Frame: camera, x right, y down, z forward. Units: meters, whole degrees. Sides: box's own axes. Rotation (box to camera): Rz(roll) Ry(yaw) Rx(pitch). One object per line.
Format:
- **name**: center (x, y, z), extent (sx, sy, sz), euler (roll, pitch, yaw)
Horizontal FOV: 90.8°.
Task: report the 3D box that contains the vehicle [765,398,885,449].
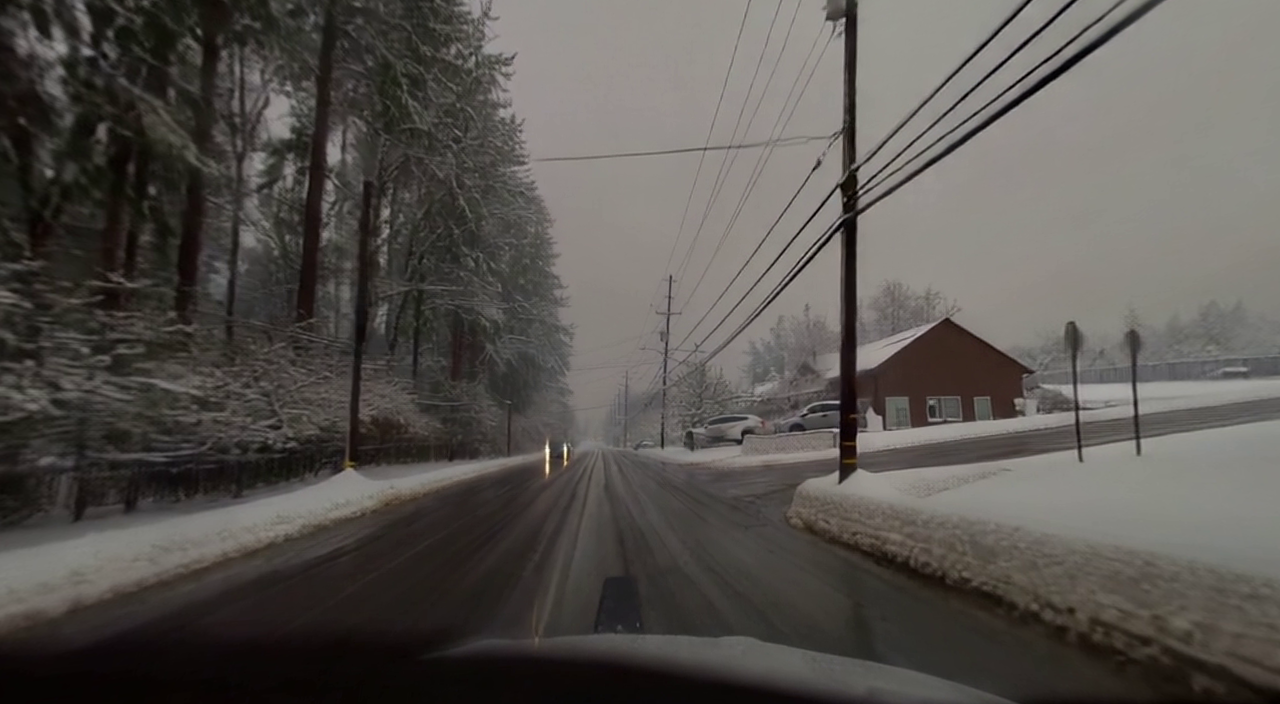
- **vehicle**: center (7.876, 3.105, 26.898), extent (4.780, 1.984, 1.896), euler (4, -9, -24)
